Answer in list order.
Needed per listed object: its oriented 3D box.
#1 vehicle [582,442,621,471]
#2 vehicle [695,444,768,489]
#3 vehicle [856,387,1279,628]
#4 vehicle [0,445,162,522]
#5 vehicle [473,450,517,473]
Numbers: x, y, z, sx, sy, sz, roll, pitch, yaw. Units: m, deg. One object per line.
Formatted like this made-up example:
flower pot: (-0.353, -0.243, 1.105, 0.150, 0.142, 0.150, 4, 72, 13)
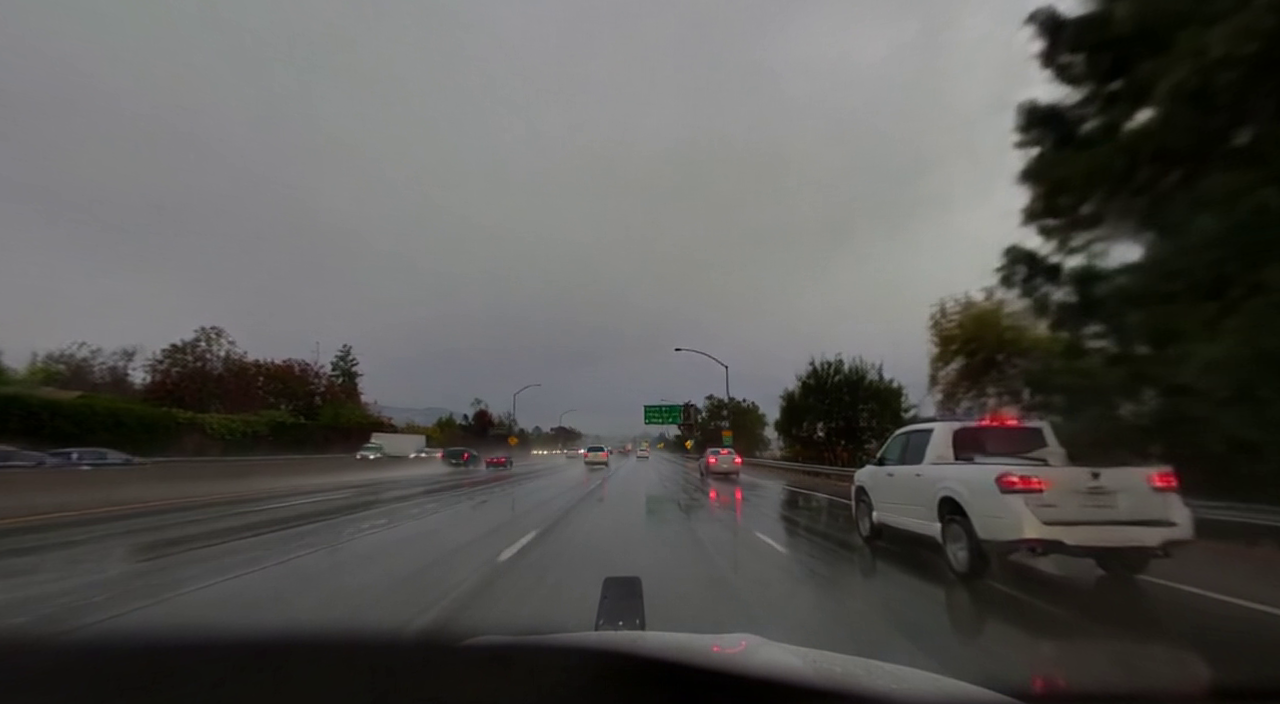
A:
vehicle: (-2.676, 7.518, 45.452, 2.449, 1.929, 5.503, 0, -9, 0)
vehicle: (3.426, 4.375, 24.434, 2.126, 1.529, 4.438, 0, -9, 0)
vehicle: (4.411, 1.510, 7.135, 2.218, 1.776, 4.807, 0, -9, 0)
vehicle: (-13.676, 2.857, 14.094, 1.959, 1.520, 5.068, 0, -9, 0)
vehicle: (-10.298, 7.767, 44.956, 1.974, 1.472, 4.684, 0, -9, 1)
